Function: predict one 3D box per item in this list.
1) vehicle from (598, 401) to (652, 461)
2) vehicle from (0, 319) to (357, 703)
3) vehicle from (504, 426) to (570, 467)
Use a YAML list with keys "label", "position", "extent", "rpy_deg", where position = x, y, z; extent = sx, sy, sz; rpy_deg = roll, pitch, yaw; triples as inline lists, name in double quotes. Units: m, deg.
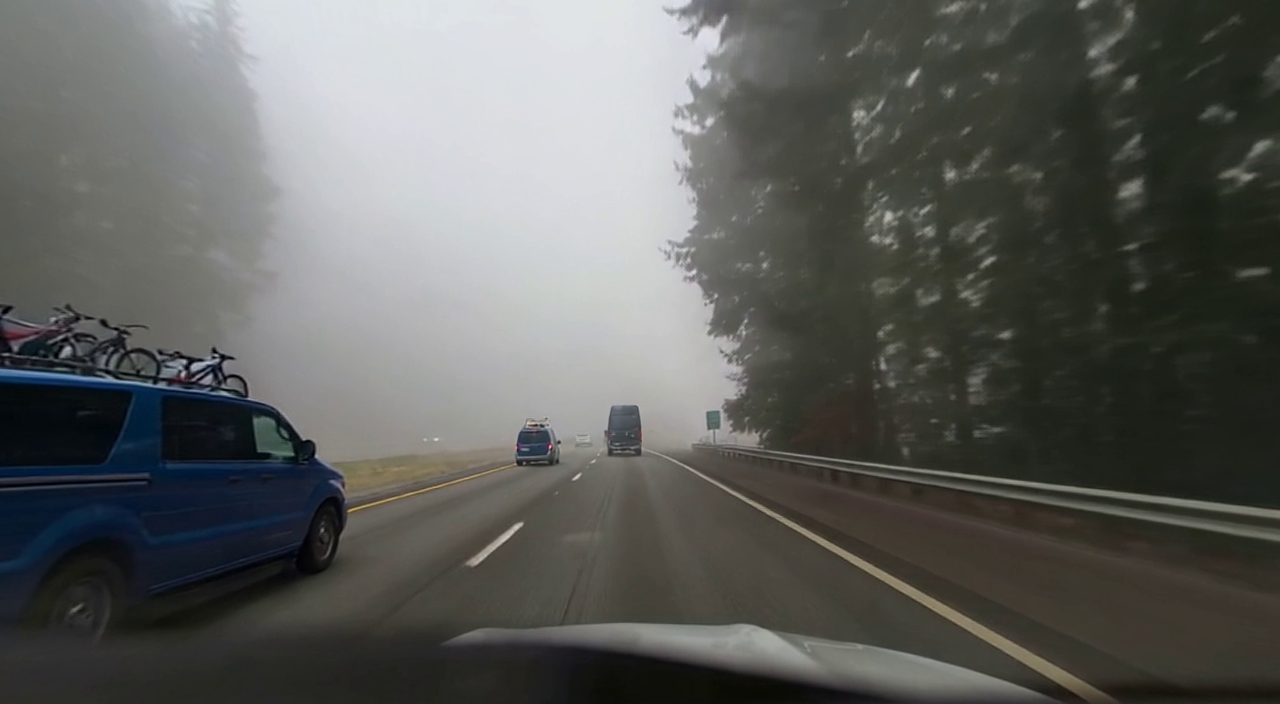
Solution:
- label: "vehicle"
  position: [-0.860, 4.313, 34.122]
  extent: [2.647, 2.896, 6.480]
  rpy_deg: [0, -8, -2]
- label: "vehicle"
  position: [-3.696, 0.881, 3.570]
  extent: [2.069, 1.751, 4.720]
  rpy_deg: [0, -8, -1]
- label: "vehicle"
  position: [-4.333, 4.058, 27.236]
  extent: [2.110, 1.636, 4.453]
  rpy_deg: [0, -8, -1]
